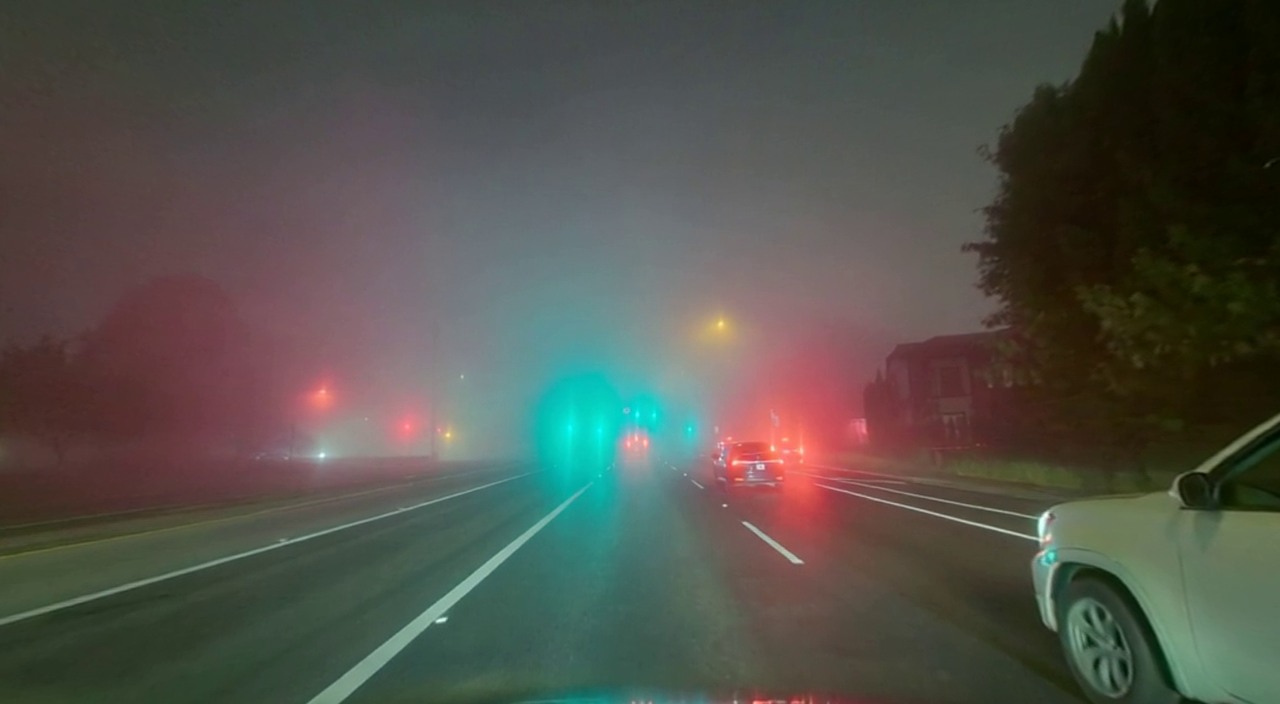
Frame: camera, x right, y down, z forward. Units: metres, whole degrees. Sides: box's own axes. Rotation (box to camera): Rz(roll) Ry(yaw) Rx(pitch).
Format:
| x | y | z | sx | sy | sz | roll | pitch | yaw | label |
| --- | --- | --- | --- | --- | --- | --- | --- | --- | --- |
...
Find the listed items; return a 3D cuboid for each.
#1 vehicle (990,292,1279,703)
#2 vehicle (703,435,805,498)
| x | y | z | sx | sy | sz | roll | pitch | yaw | label |
| --- | --- | --- | --- | --- | --- | --- | --- | --- | --- |
| 3.062 | 0.586 | 1.205 | 2.129 | 1.761 | 4.610 | 0 | -9 | 0 | vehicle |
| 2.910 | 3.021 | 16.990 | 1.889 | 1.451 | 4.180 | 0 | -9 | -1 | vehicle |
